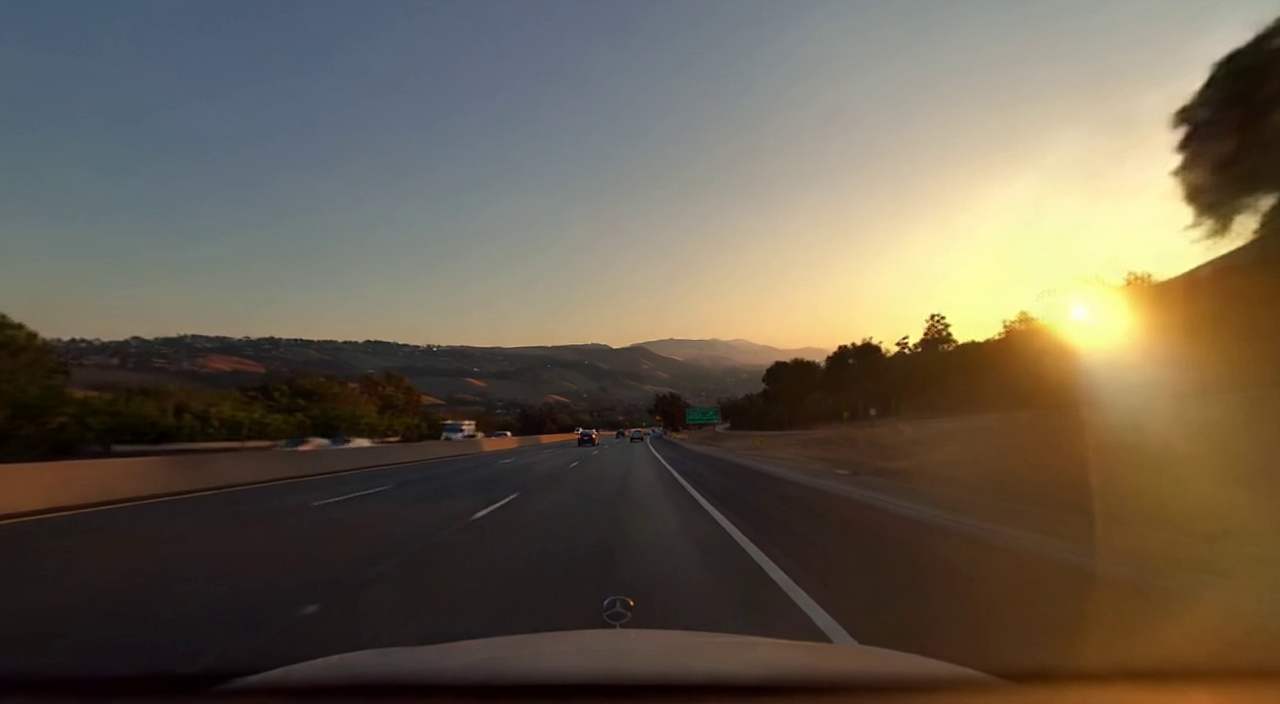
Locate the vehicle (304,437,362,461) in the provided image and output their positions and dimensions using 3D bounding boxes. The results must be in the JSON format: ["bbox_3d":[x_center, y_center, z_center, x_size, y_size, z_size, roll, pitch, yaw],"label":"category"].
[{"bbox_3d":[-20.165,6.376,41.453,1.794,1.485,3.905,0,-8,0],"label":"vehicle"}]

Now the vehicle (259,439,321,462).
[{"bbox_3d":[-24.034,6.744,43.319,1.801,1.488,4.289,0,-8,-1],"label":"vehicle"}]
